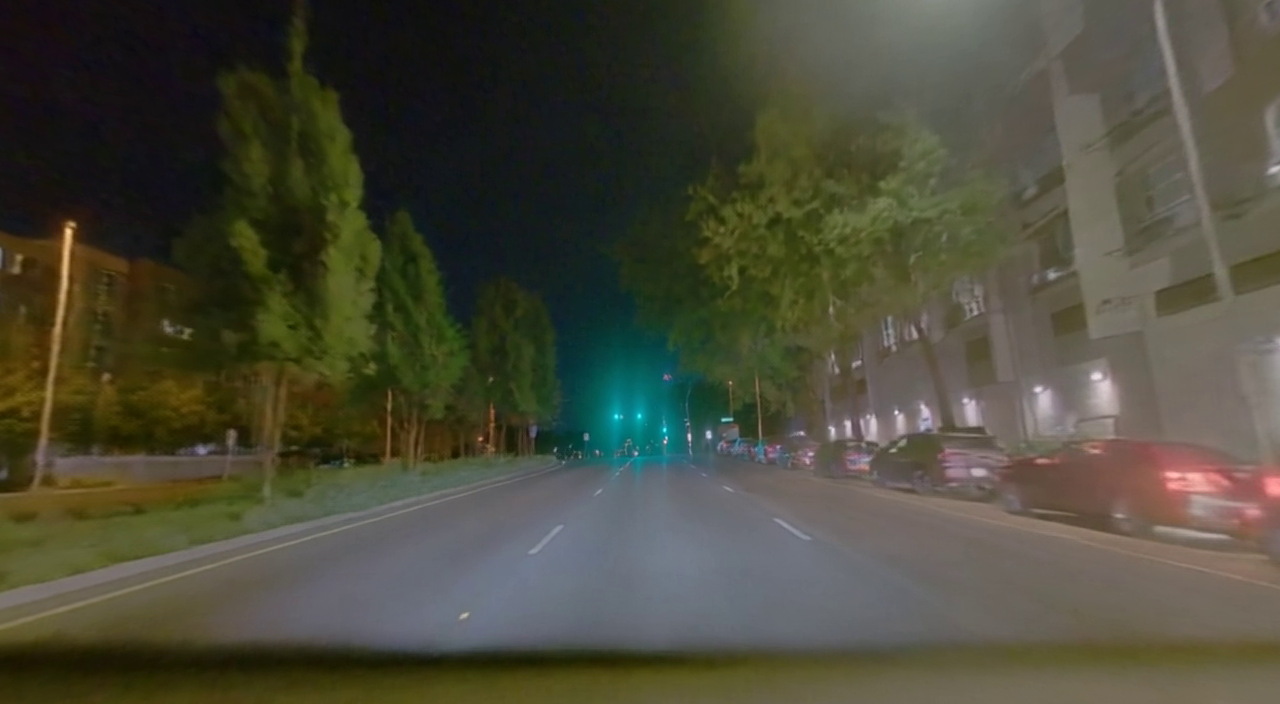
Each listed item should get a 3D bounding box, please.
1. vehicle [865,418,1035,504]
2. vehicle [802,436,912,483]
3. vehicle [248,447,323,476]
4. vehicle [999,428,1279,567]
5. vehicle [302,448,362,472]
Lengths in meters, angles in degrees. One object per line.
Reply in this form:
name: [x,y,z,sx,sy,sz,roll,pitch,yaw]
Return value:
vehicle: [7.491,2.677,15.915,1.908,1.833,4.711,0,-8,1]
vehicle: [7.507,3.757,22.466,2.196,1.471,4.999,0,-8,0]
vehicle: [-21.779,6.704,38.986,1.968,1.615,4.591,0,-8,1]
vehicle: [7.537,1.907,9.187,1.834,1.494,4.633,0,-8,0]
vehicle: [-21.621,7.545,44.503,1.909,1.495,4.786,-1,-8,0]
